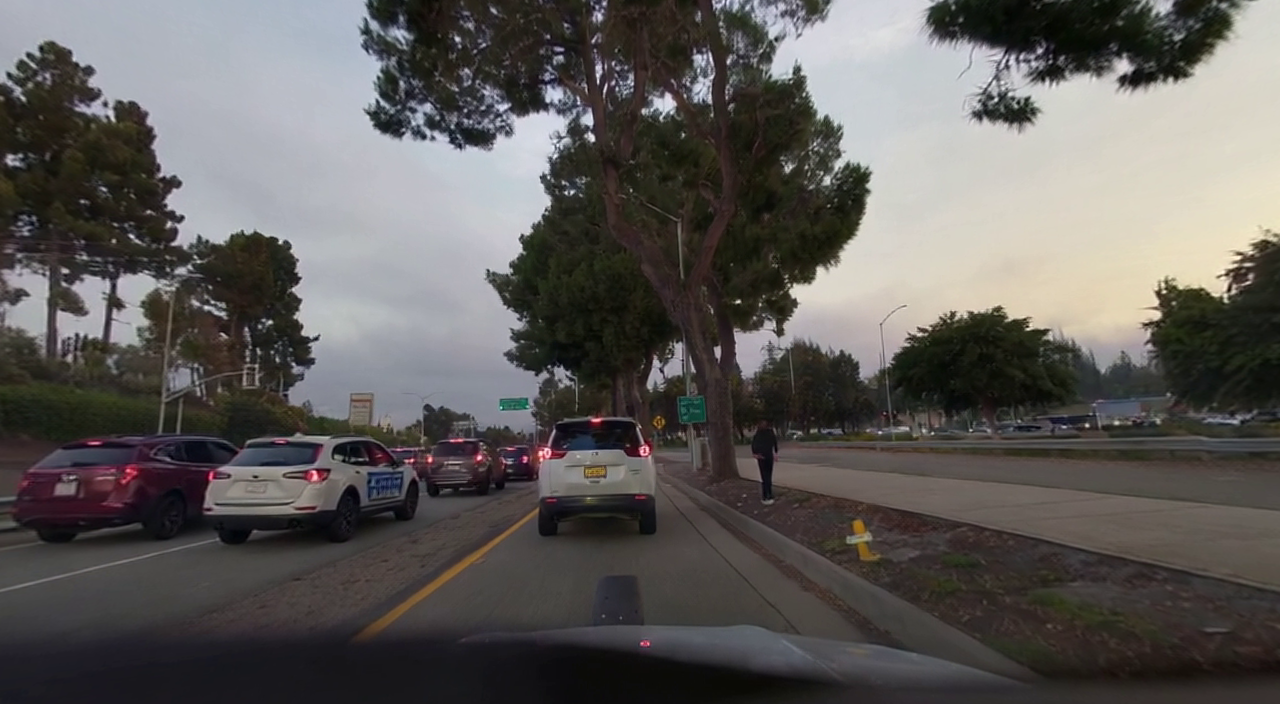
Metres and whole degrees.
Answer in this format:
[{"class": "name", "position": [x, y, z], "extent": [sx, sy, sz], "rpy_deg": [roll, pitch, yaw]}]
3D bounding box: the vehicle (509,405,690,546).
[{"class": "vehicle", "position": [-0.594, 1.941, 10.510], "extent": [2.368, 1.829, 4.293], "rpy_deg": [0, -9, -2]}]

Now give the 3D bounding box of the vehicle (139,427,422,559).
[{"class": "vehicle", "position": [-5.417, 2.155, 10.440], "extent": [2.010, 1.674, 4.484], "rpy_deg": [0, -9, 0]}]

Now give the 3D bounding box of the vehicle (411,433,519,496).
[{"class": "vehicle", "position": [-5.468, 3.570, 20.448], "extent": [2.188, 1.774, 4.477], "rpy_deg": [0, -9, 0]}]

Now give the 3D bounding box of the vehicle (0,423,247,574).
[{"class": "vehicle", "position": [-8.811, 2.148, 10.106], "extent": [2.013, 1.826, 4.592], "rpy_deg": [0, -9, 1]}]
